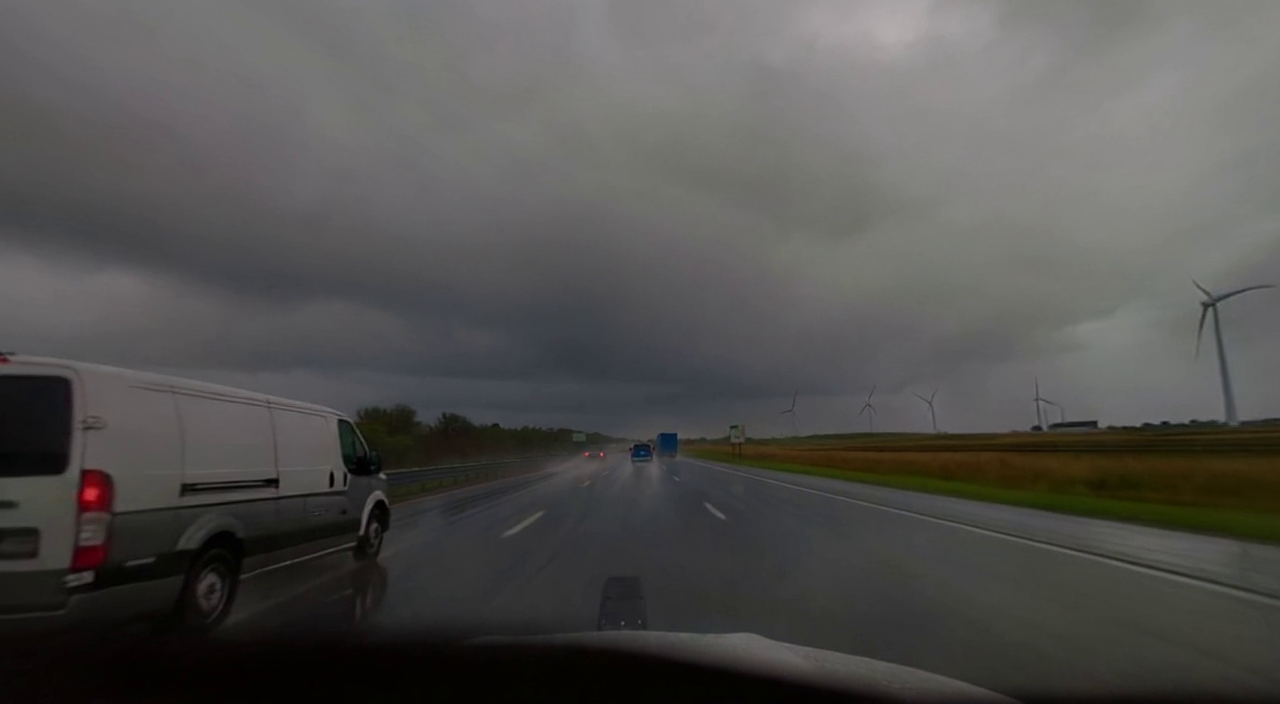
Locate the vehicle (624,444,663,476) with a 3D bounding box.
[{"bbox_3d":[0.192,6.165,36.237,2.083,1.689,4.083,0,-9,0],"label":"vehicle"}]

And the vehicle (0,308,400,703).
[{"bbox_3d":[-4.010,1.137,5.118,2.238,1.984,4.650,0,-9,0],"label":"vehicle"}]

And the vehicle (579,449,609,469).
[{"bbox_3d":[-3.569,8.407,49.550,1.984,1.491,4.341,0,-9,0],"label":"vehicle"}]
